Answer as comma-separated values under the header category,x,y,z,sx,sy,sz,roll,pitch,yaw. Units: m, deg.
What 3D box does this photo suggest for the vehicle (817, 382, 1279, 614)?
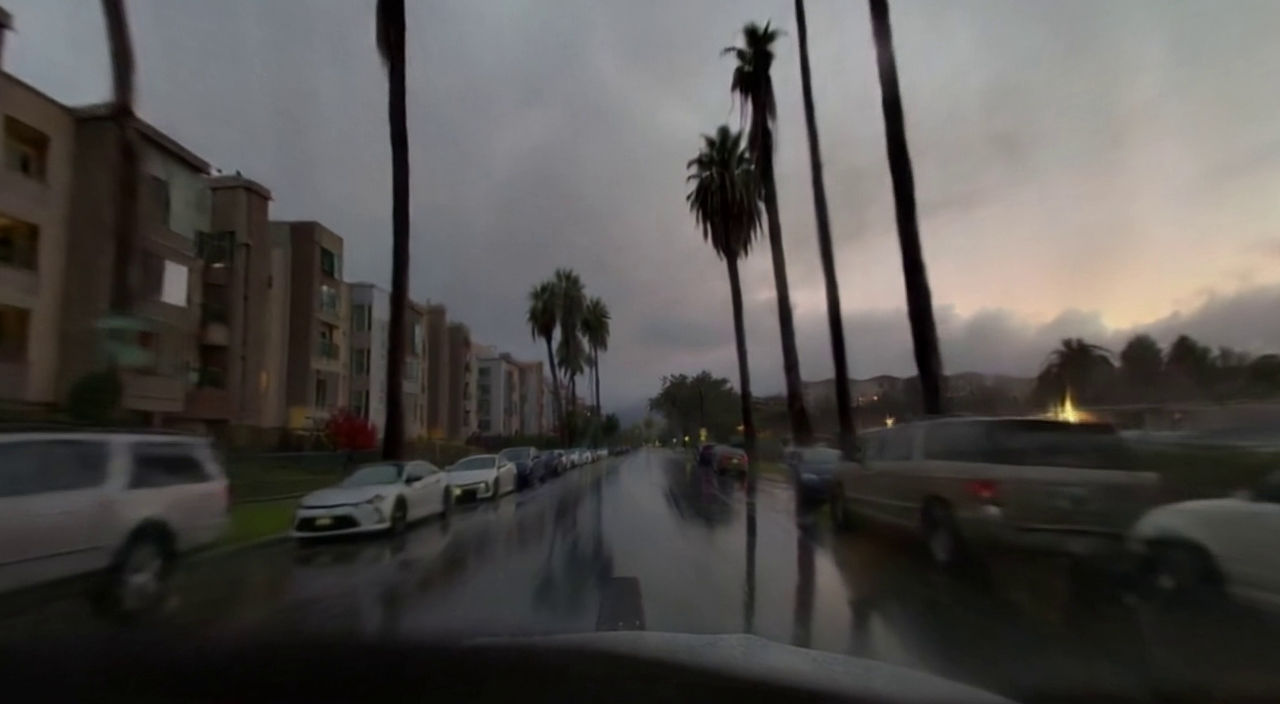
category,x,y,z,sx,sy,sz,roll,pitch,yaw
vehicle,4.511,1.712,8.587,2.570,2.005,6.020,0,-8,1

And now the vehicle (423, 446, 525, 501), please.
category,x,y,z,sx,sy,sz,roll,pitch,yaw
vehicle,-5.081,3.769,20.055,1.997,1.497,4.437,0,-9,0

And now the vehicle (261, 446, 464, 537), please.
category,x,y,z,sx,sy,sz,roll,pitch,yaw
vehicle,-5.361,2.711,13.040,2.031,1.505,4.540,0,-9,1

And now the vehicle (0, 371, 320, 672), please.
category,x,y,z,sx,sy,sz,roll,pitch,yaw
vehicle,-5.324,1.237,4.941,2.227,1.967,6.220,0,-9,2

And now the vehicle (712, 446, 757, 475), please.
category,x,y,z,sx,sy,sz,roll,pitch,yaw
vehicle,5.205,6.037,35.494,1.991,1.525,5.203,0,-9,3

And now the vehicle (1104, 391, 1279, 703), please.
category,x,y,z,sx,sy,sz,roll,pitch,yaw
vehicle,4.648,0.919,2.338,2.220,1.738,4.800,0,-8,1
